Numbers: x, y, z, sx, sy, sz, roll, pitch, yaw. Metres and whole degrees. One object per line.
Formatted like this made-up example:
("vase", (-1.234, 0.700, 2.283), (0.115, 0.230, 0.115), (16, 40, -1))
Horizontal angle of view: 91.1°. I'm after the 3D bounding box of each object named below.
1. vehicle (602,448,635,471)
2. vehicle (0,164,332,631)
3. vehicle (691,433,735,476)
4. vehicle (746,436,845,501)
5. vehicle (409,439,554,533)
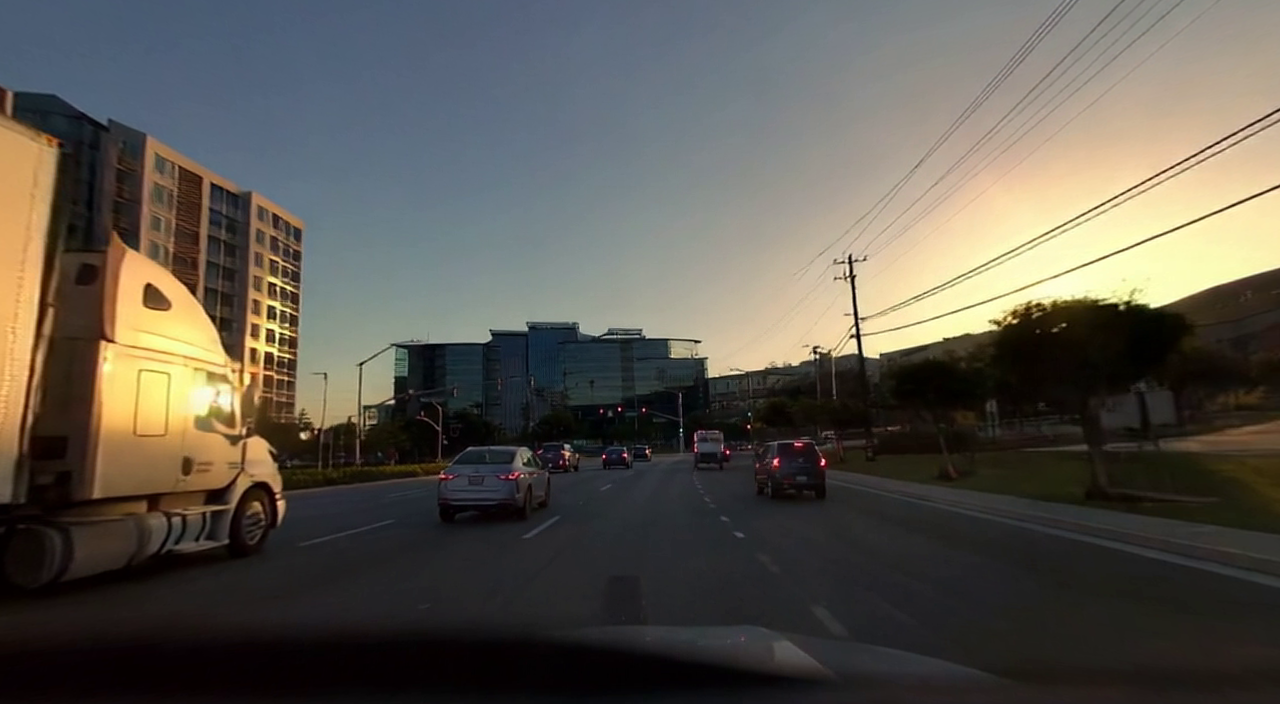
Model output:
("vehicle", (-1.538, 7.786, 45.626), (1.984, 1.567, 4.311), (-1, -9, 4))
("vehicle", (-6.381, 0.581, 7.409), (3.239, 4.055, 3.881), (0, -9, 1))
("vehicle", (4.331, 6.211, 38.272), (2.457, 2.440, 5.486), (-1, -9, 4))
("vehicle", (5.058, 3.842, 21.163), (2.283, 1.923, 4.427), (0, -9, 1))
("vehicle", (-3.089, 2.672, 13.086), (1.934, 1.643, 3.718), (0, -9, 2))
